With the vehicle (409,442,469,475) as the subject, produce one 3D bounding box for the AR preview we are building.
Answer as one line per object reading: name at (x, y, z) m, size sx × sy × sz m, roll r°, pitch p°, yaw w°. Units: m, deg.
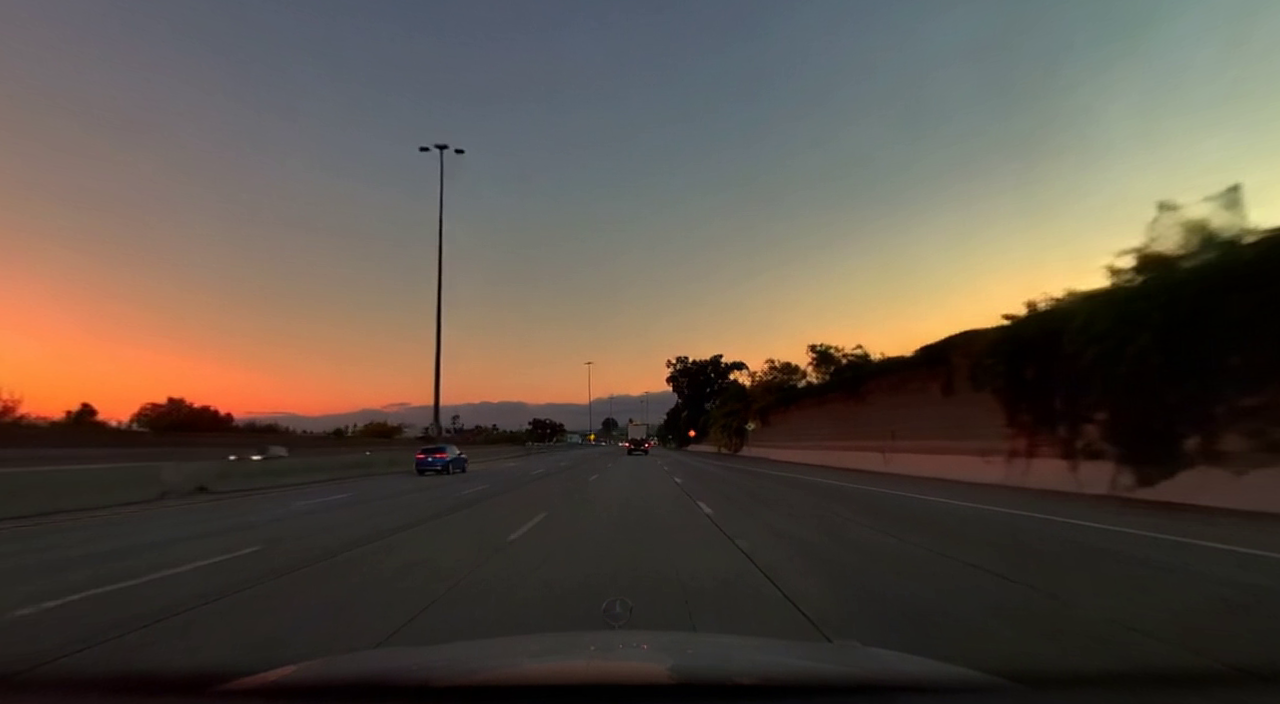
vehicle at (-10.750, 5.716, 34.084) m, size 1.897 × 1.653 × 4.113 m, roll 0°, pitch -9°, yaw 0°
